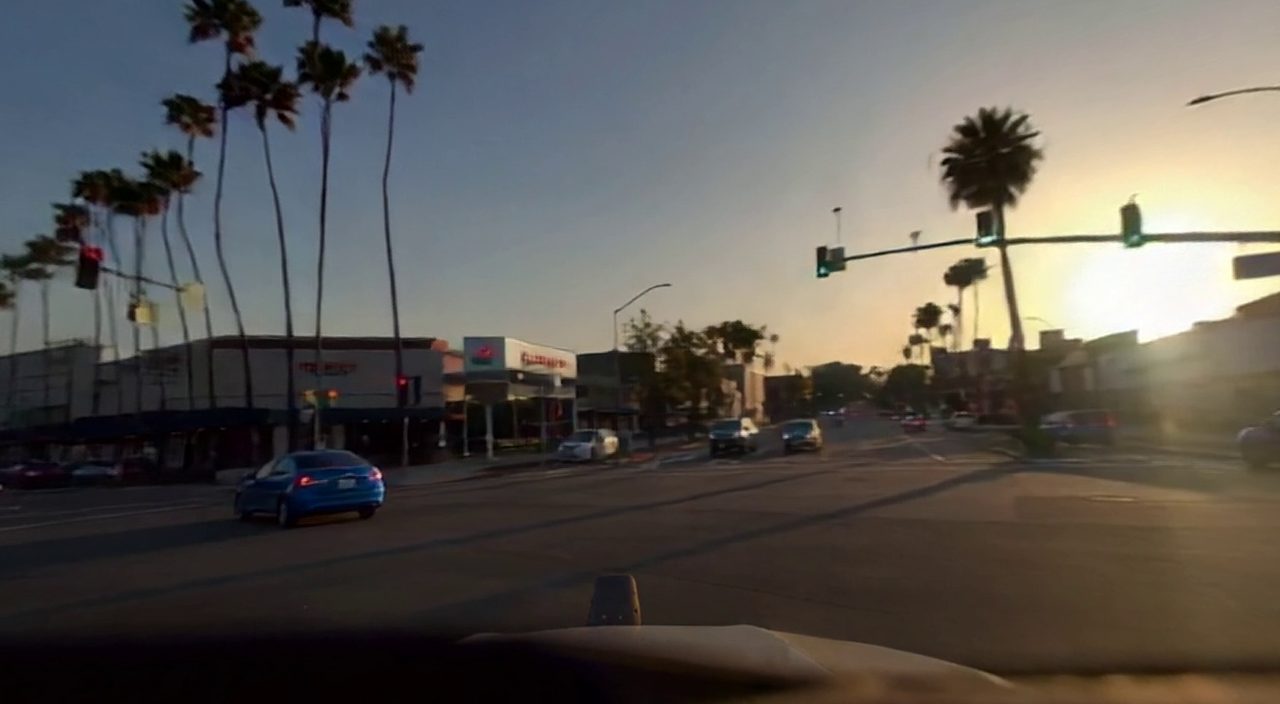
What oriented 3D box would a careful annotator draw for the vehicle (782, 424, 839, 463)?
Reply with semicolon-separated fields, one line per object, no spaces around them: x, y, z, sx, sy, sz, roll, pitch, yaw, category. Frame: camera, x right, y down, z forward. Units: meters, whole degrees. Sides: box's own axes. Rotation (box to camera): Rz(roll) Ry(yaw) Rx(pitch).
7.309;3.852;26.808;2.041;1.473;4.221;-3;-8;18;vehicle

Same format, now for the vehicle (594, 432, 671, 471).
-0.213;4.225;26.968;2.041;1.498;4.348;-3;-9;17;vehicle

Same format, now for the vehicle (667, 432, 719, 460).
3.084;5.322;35.903;1.973;1.474;4.495;-3;-9;17;vehicle

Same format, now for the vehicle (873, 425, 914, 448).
16.996;5.697;42.559;1.977;1.449;4.254;-2;-9;14;vehicle

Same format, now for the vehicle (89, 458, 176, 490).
-35.824;8.616;44.683;1.952;1.817;4.332;-6;-8;23;vehicle

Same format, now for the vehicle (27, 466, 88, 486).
-45.706;9.712;49.564;3.752;1.419;1.664;-2;-9;15;vehicle

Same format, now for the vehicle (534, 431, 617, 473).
-2.817;4.483;28.576;2.090;1.593;4.176;-5;-7;18;vehicle

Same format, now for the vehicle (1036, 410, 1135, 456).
19.901;3.695;28.492;2.059;1.859;4.690;-2;-9;16;vehicle

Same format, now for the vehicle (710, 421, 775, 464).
4.578;3.969;27.707;2.187;1.740;4.022;-3;-9;17;vehicle

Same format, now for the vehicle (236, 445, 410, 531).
-6.776;2.714;13.297;2.089;1.471;4.206;7;-11;-42;vehicle
